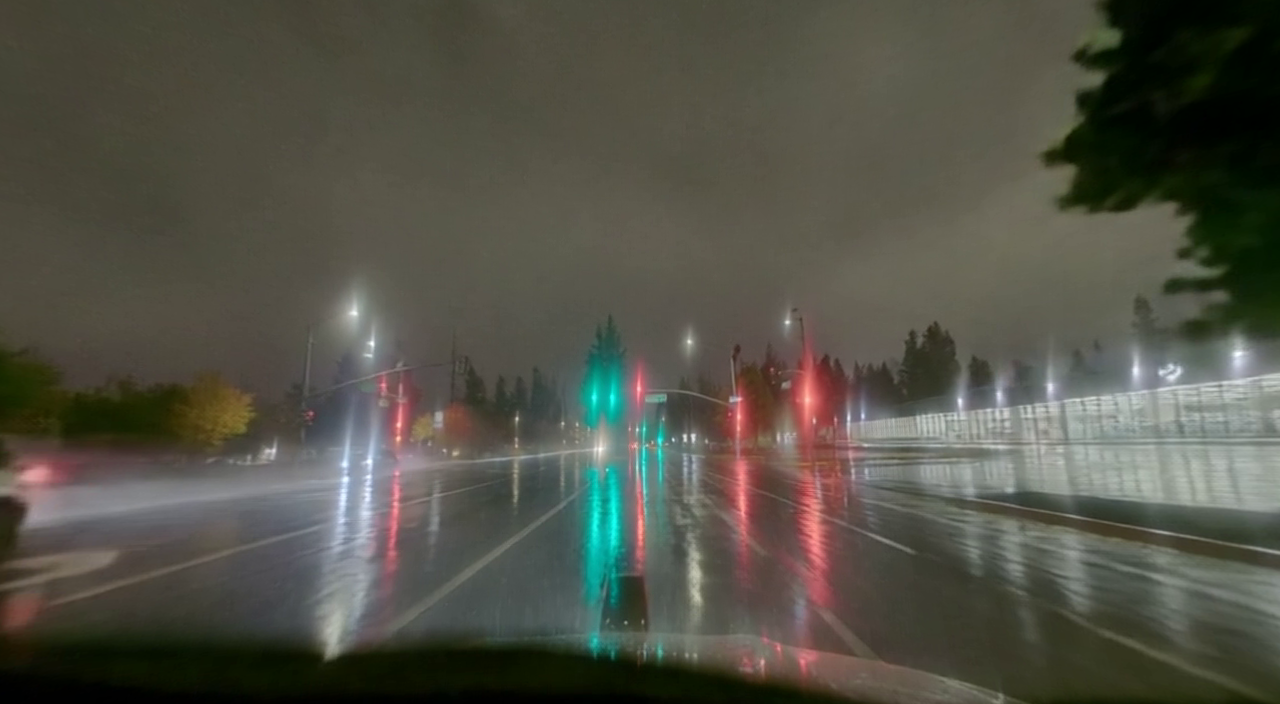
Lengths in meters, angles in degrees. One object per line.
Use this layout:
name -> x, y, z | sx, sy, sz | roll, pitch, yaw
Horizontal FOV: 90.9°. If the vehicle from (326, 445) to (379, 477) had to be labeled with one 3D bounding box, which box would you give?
vehicle -> -16.643, 6.284, 36.741 | 1.999, 1.710, 4.228 | 2, -8, -14
